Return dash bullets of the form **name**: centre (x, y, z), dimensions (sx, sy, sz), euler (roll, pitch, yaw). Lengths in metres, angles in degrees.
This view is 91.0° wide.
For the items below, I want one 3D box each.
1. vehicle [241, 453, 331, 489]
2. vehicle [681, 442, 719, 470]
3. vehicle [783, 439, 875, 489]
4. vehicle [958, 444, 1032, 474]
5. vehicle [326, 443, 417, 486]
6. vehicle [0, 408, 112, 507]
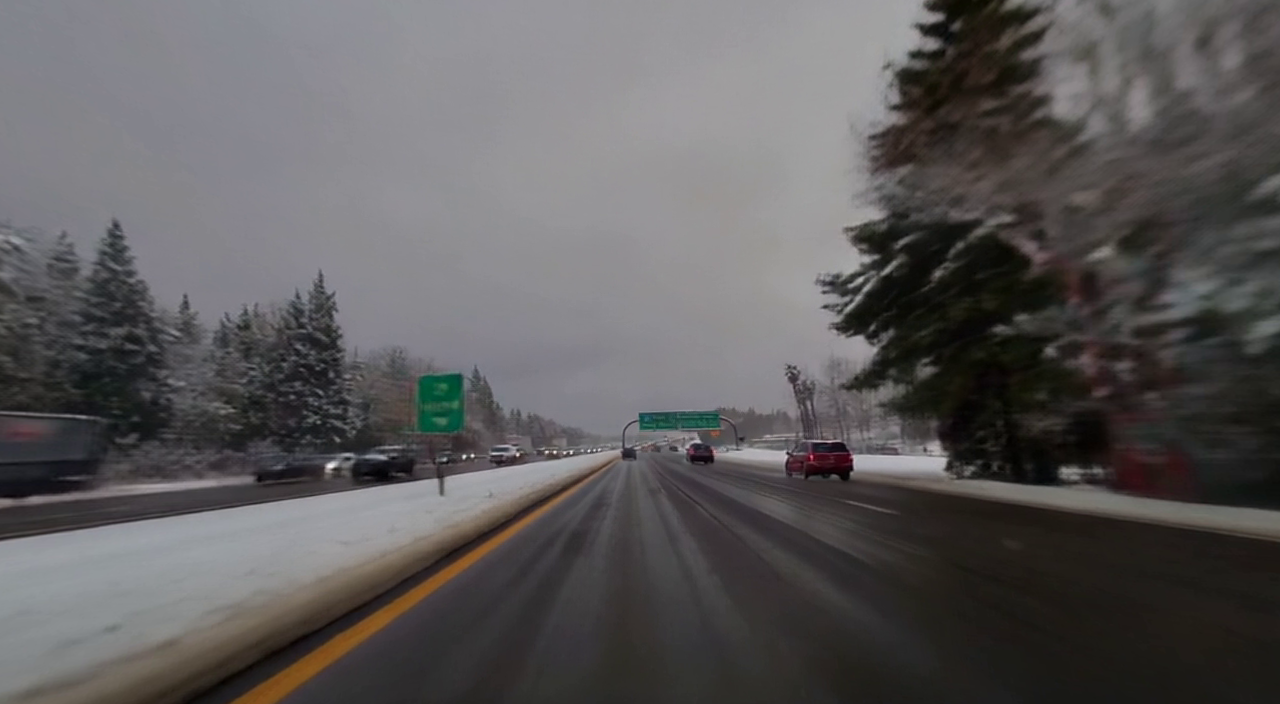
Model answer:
- **vehicle**: centre (-16.238, 5.458, 29.124), dimensions (1.896, 1.477, 3.946), euler (0, -8, -1)
- **vehicle**: centre (3.833, 6.711, 40.768), dimensions (2.035, 1.704, 3.867), euler (0, -8, -1)
- **vehicle**: centre (6.731, 4.021, 22.971), dimensions (1.902, 1.623, 4.360), euler (0, -8, -1)
- **vehicle**: centre (21.135, 6.354, 37.720), dimensions (1.887, 1.642, 4.592), euler (0, -8, 3)
- **vehicle**: centre (-12.490, 5.241, 29.683), dimensions (2.103, 1.814, 4.898), euler (0, -8, 1)
- **vehicle**: centre (-23.007, 3.631, 21.684), dimensions (2.761, 3.311, 7.660), euler (0, -8, 1)
